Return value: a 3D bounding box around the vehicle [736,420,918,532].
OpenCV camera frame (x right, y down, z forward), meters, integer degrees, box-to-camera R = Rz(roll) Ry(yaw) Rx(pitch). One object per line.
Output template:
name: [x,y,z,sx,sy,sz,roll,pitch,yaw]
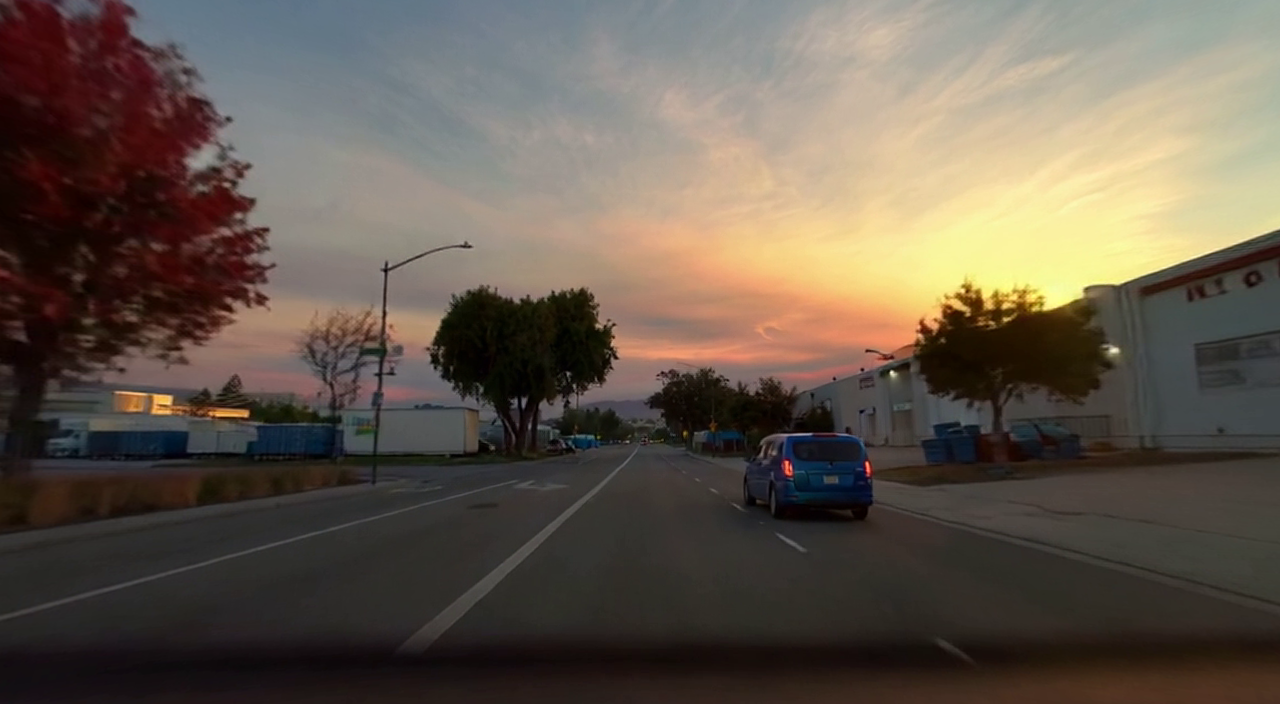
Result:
vehicle: [3.440,2.393,12.811,2.202,1.822,4.826,0,-8,0]
